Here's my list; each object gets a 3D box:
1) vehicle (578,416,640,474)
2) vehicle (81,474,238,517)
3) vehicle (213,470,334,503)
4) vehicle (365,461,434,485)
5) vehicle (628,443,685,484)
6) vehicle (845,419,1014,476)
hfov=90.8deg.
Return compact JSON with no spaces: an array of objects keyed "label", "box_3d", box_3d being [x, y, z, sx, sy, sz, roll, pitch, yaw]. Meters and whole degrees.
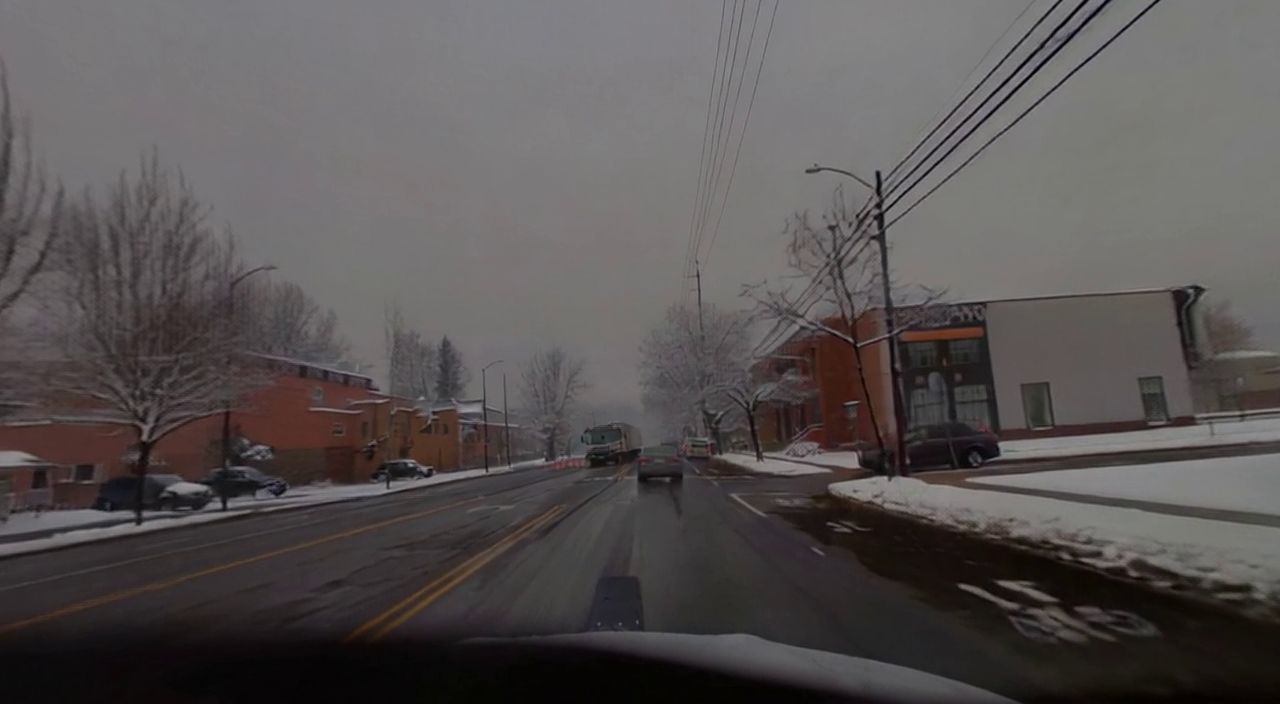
[{"label":"vehicle","box_3d":[-1.772,6.223,42.229,2.977,3.271,12.748,0,-9,2]},{"label":"vehicle","box_3d":[-19.692,5.868,26.068,4.696,1.513,2.243,-1,-8,3]},{"label":"vehicle","box_3d":[-18.789,6.900,32.504,4.952,1.510,2.115,-1,-9,5]},{"label":"vehicle","box_3d":[-18.107,9.100,47.631,4.397,1.698,1.932,-1,-9,6]},{"label":"vehicle","box_3d":[0.688,4.506,25.806,2.159,1.506,4.086,0,-9,2]},{"label":"vehicle","box_3d":[10.187,3.397,22.574,4.859,1.914,2.333,0,-9,-2]}]
